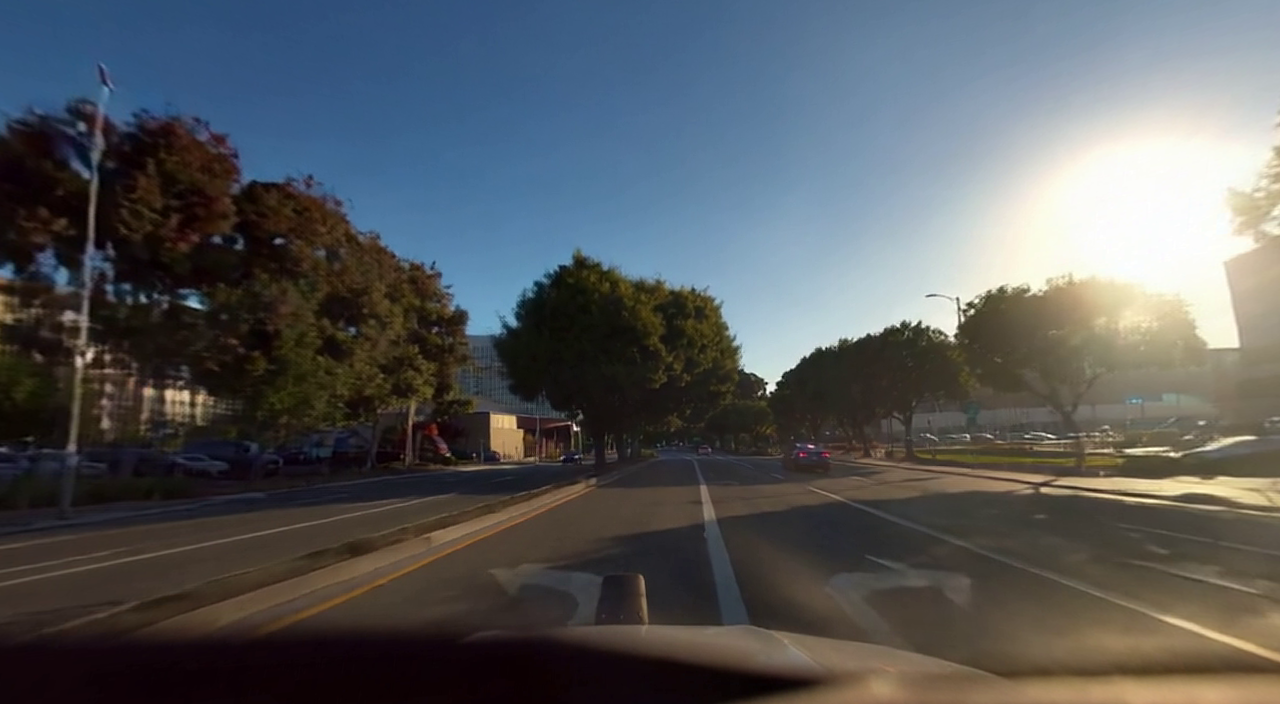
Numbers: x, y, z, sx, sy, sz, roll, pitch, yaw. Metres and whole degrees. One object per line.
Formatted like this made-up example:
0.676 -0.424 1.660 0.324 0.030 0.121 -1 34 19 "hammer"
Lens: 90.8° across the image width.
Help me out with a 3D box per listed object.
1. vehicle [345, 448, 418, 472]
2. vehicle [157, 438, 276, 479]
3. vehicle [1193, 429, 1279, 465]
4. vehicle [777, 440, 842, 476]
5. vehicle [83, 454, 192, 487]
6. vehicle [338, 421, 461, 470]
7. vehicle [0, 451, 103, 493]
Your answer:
-17.481 7.325 42.838 4.259 1.396 1.815 -4 -8 8 "vehicle"
-25.377 6.402 38.023 5.472 2.114 2.482 -3 -9 4 "vehicle"
25.555 3.885 25.996 3.881 1.410 1.702 -1 -8 2 "vehicle"
8.275 5.188 31.241 2.181 1.639 4.127 -1 -8 3 "vehicle"
-24.773 5.823 31.368 1.786 1.429 4.101 -1 -8 5 "vehicle"
-18.340 7.197 48.505 8.324 3.550 2.670 -1 -9 3 "vehicle"
-29.761 5.877 31.379 1.921 1.778 4.622 0 -8 2 "vehicle"
